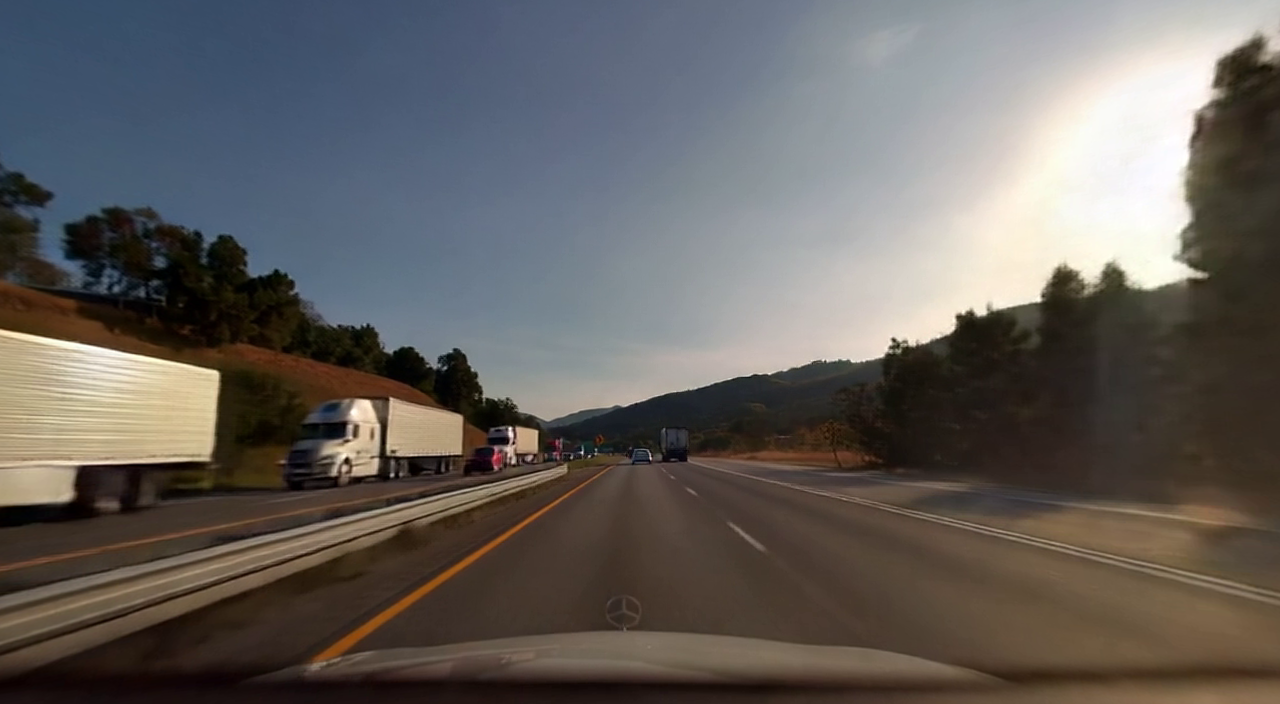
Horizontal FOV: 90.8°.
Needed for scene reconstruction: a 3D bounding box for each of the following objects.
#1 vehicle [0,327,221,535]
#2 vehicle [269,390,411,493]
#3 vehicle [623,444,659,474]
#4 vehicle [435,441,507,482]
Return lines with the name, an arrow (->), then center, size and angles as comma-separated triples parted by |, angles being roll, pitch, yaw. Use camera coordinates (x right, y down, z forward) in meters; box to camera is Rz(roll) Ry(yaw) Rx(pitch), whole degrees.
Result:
vehicle -> -14.022, 1.376, 11.247 | 2.829, 4.048, 14.297 | 0, -9, 2
vehicle -> -12.729, 3.930, 27.591 | 3.002, 3.963, 6.351 | 0, -9, -1
vehicle -> 0.040, 6.550, 38.880 | 2.137, 1.689, 4.051 | 0, -9, -1
vehicle -> -8.530, 5.570, 32.402 | 2.292, 1.917, 5.174 | 0, -9, -1
